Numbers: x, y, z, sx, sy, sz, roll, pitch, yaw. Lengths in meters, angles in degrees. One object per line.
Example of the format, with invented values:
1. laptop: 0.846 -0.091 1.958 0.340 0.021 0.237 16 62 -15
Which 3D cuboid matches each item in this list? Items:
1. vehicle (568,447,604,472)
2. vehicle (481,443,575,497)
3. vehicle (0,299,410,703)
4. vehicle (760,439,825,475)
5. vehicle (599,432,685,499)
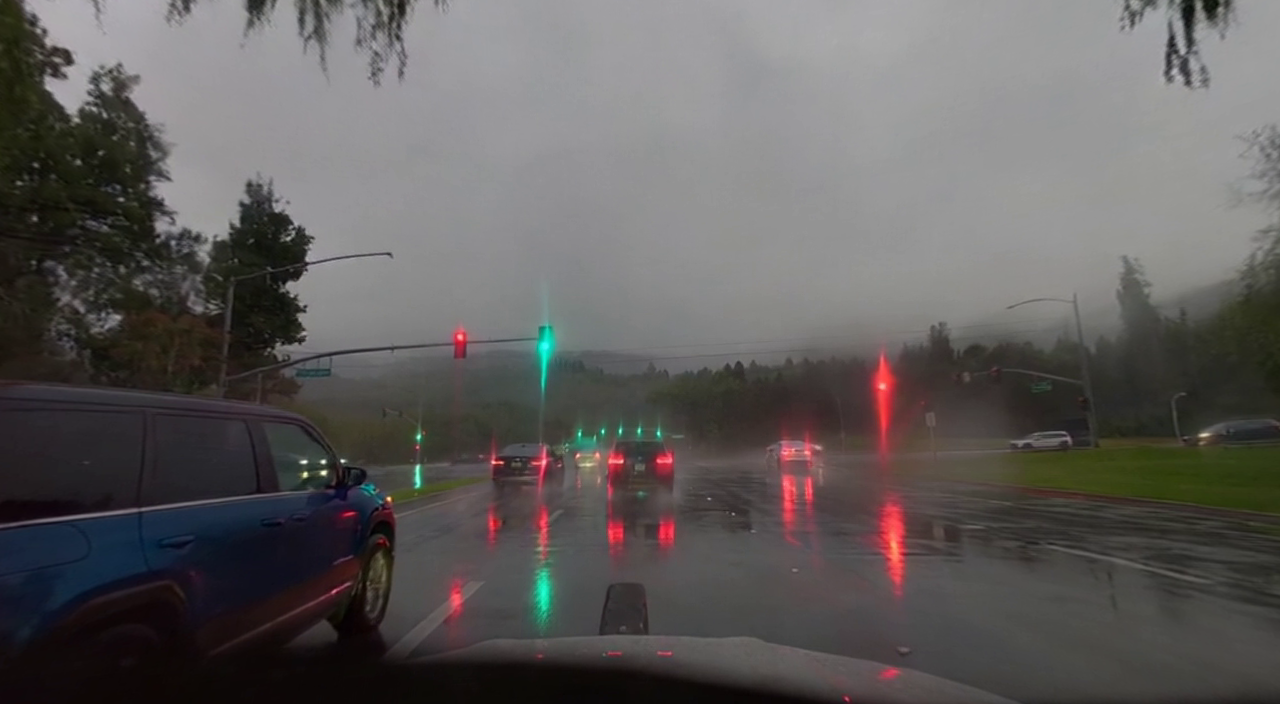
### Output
1. vehicle: -3.425 6.843 40.530 2.004 1.484 4.480 0 -8 -1
2. vehicle: -3.436 3.722 20.427 2.061 1.504 5.142 0 -8 1
3. vehicle: -3.484 0.943 3.640 2.320 1.863 5.148 0 -8 1
4. vehicle: 7.948 5.517 33.364 2.166 1.761 4.692 0 -8 -1
5. vehicle: 0.069 3.327 18.905 2.298 1.770 4.138 0 -8 0
